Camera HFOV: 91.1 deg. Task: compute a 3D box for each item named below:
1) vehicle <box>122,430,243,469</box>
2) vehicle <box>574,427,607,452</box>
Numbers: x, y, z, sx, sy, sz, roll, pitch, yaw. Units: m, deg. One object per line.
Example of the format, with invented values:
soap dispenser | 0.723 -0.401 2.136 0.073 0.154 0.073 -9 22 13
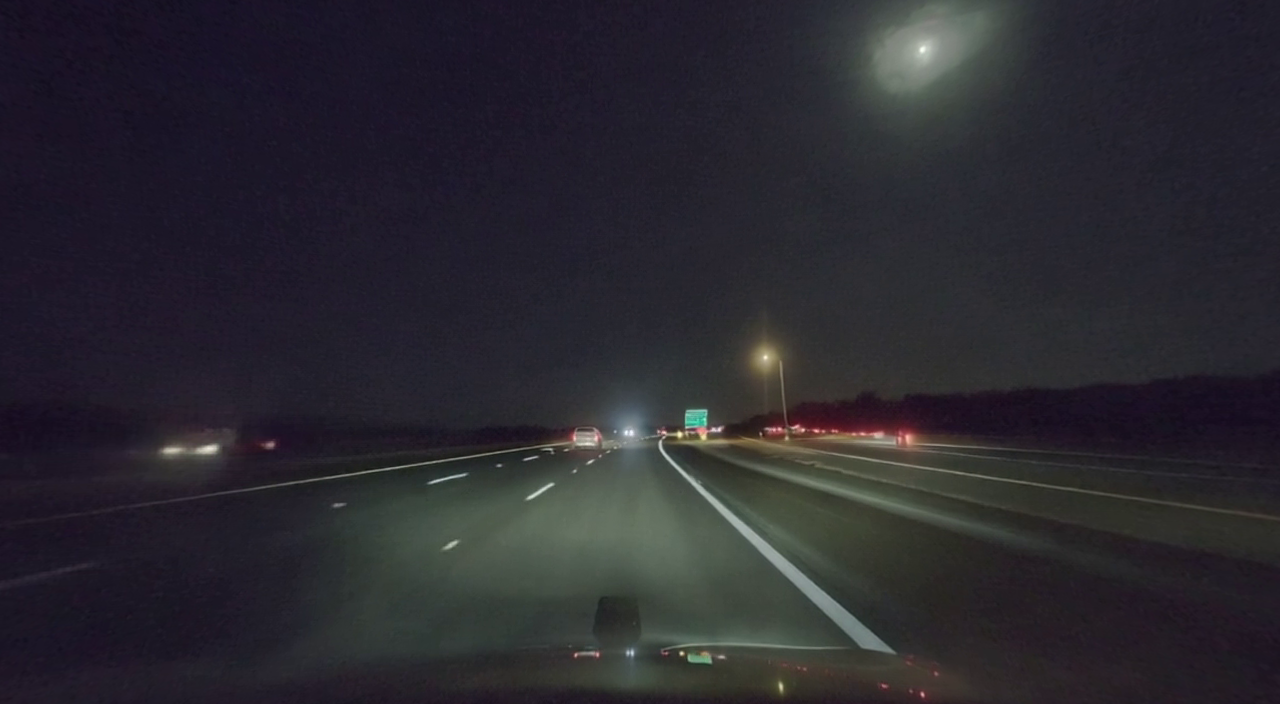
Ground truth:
vehicle | -19.359 4.125 26.872 1.881 1.517 4.312 0 -8 1
vehicle | -3.649 6.530 47.012 1.980 1.721 4.419 0 -8 1
